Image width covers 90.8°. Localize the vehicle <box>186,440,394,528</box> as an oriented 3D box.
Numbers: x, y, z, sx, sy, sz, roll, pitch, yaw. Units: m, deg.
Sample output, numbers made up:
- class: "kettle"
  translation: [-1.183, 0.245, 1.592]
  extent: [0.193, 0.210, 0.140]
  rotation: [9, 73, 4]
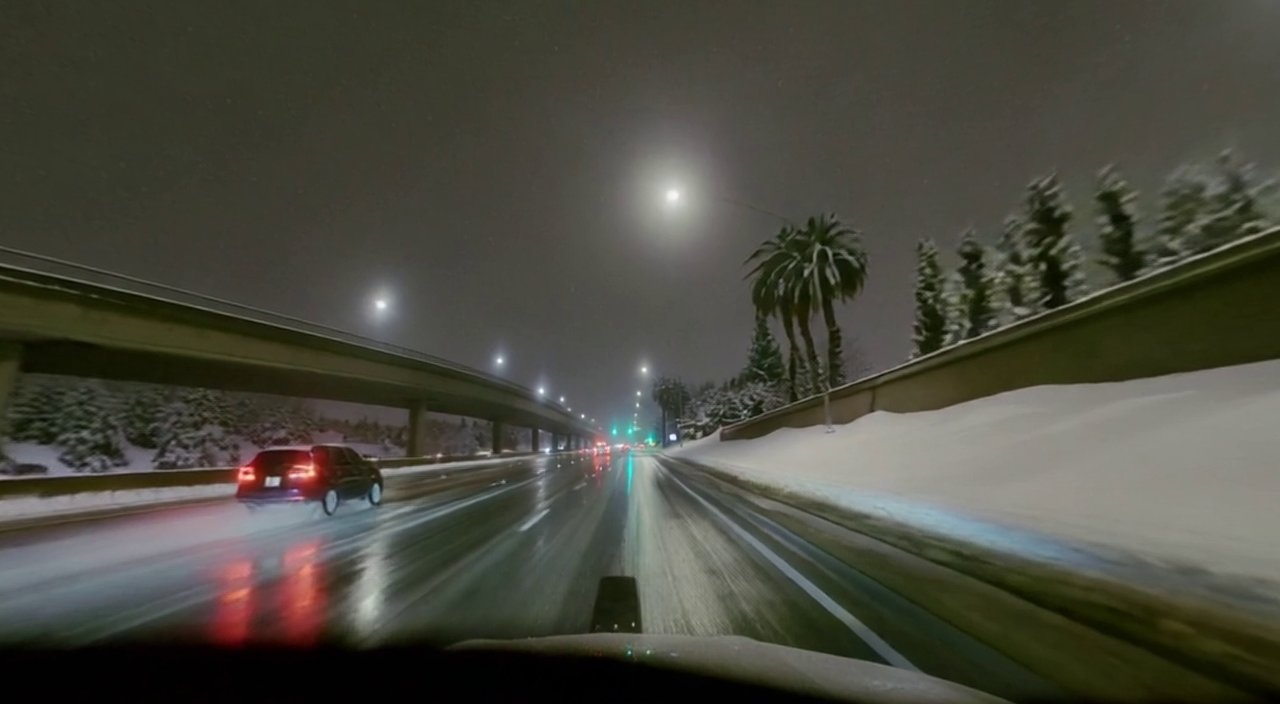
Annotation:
- class: "vehicle"
  translation: [-6.985, 2.640, 13.262]
  extent: [1.914, 1.503, 4.268]
  rotation: [0, -8, 0]
